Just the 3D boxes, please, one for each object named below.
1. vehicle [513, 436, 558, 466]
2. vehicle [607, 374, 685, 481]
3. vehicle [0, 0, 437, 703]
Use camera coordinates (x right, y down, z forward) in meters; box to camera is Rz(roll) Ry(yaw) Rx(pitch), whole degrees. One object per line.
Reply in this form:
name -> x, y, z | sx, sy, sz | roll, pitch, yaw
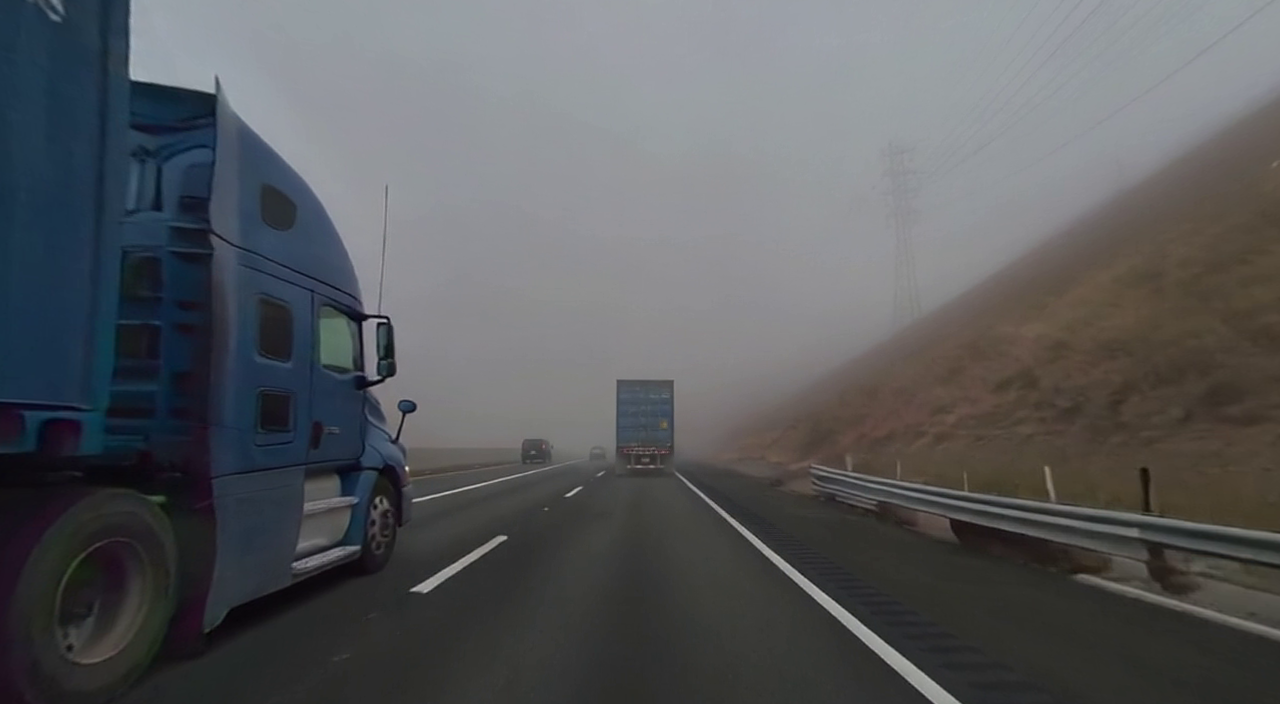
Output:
vehicle -> -7.062, 6.739, 42.928 | 2.214, 1.899, 4.719 | 0, -9, 1
vehicle -> 0.203, 3.769, 30.141 | 3.006, 4.120, 11.586 | 0, -9, 0
vehicle -> -4.040, -0.388, 1.886 | 3.314, 4.224, 9.816 | 0, -9, 1
